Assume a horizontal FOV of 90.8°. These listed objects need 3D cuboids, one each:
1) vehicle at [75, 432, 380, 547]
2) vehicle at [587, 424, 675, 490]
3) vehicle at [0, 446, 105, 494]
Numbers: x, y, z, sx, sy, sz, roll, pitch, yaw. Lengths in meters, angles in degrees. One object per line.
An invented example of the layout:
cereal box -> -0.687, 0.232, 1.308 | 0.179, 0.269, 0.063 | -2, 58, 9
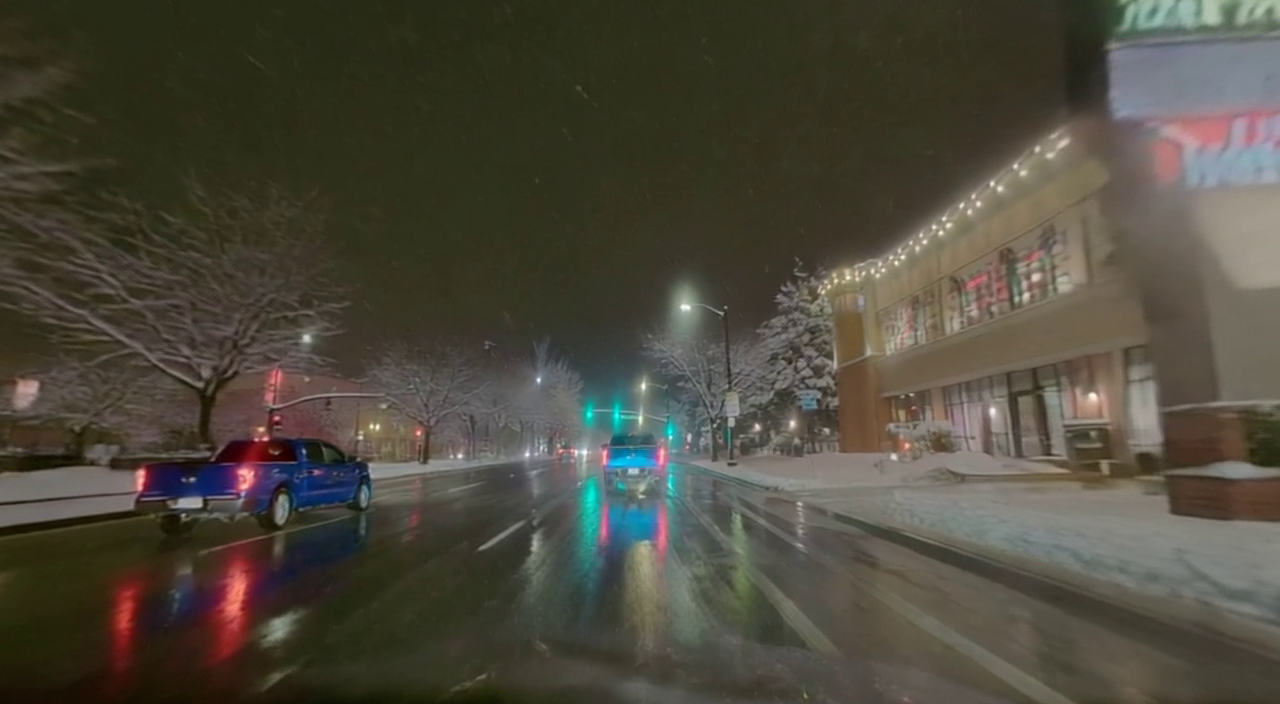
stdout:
vehicle -> -6.161, 2.064, 10.305 | 1.888, 1.424, 4.553 | 0, -8, 1
vehicle -> -0.306, 3.519, 21.613 | 2.590, 1.932, 5.776 | 0, -8, -1
vehicle -> -22.016, 4.172, 22.717 | 1.776, 1.538, 4.283 | 0, -8, 0
